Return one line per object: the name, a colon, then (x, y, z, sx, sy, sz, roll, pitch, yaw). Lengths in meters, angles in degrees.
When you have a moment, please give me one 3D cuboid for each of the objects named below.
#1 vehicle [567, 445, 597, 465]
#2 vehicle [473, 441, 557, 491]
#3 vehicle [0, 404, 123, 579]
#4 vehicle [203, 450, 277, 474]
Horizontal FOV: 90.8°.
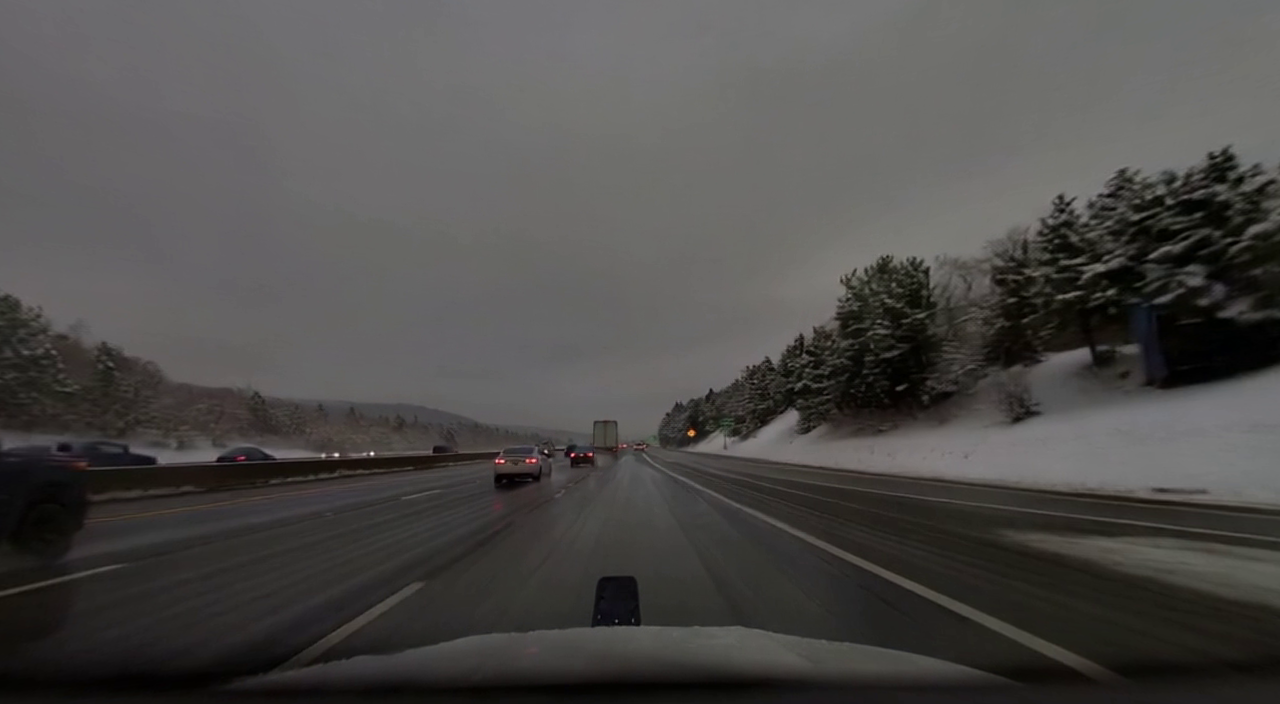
vehicle: (-4.508, 8.083, 49.832, 2.038, 1.533, 4.103, 0, -9, -1)
vehicle: (-4.177, 3.860, 21.848, 1.963, 1.533, 4.477, 0, -9, 0)
vehicle: (-7.613, 1.278, 5.483, 2.101, 1.773, 4.880, 0, -9, 0)
vehicle: (-26.055, 7.128, 41.333, 1.841, 1.449, 4.570, 0, -9, 0)
